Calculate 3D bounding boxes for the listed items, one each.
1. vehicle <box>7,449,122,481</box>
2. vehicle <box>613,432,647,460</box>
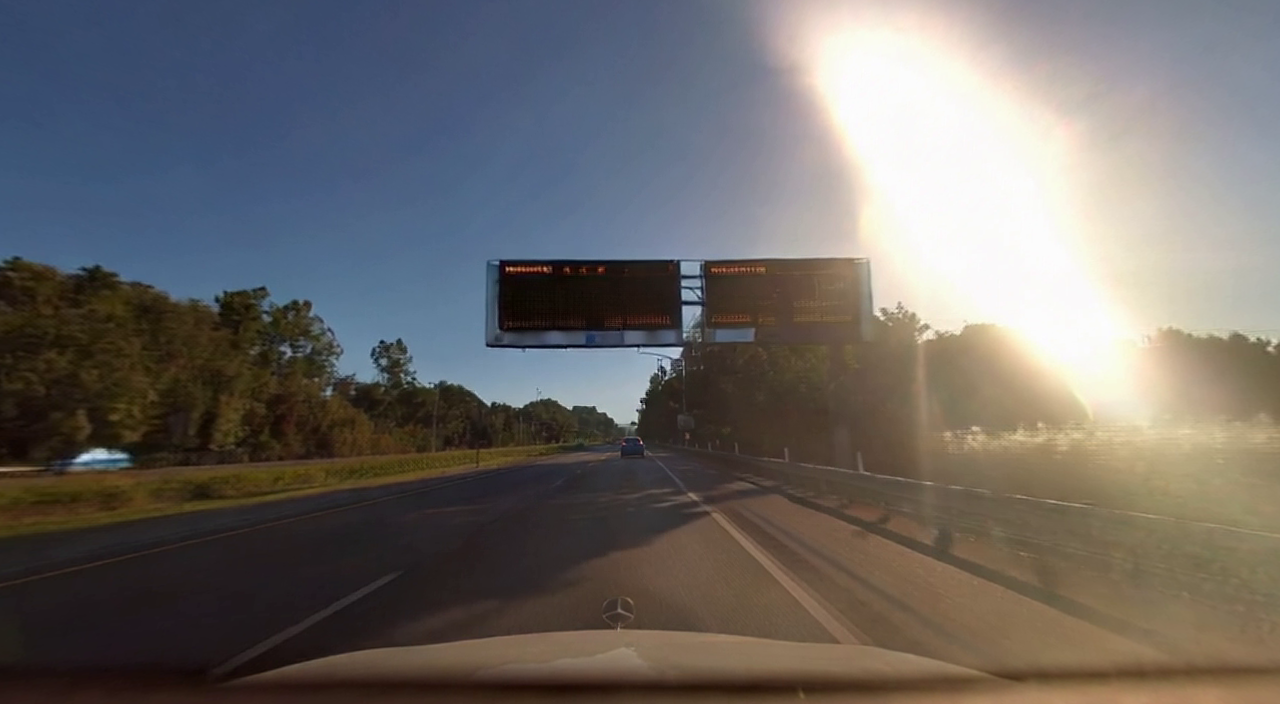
[{"bbox_3d":[-30.153,5.906,33.195,1.799,1.450,4.560,0,-8,-1],"label":"vehicle"},{"bbox_3d":[-0.650,6.317,42.454,2.180,1.717,4.139,0,-8,-1],"label":"vehicle"}]
